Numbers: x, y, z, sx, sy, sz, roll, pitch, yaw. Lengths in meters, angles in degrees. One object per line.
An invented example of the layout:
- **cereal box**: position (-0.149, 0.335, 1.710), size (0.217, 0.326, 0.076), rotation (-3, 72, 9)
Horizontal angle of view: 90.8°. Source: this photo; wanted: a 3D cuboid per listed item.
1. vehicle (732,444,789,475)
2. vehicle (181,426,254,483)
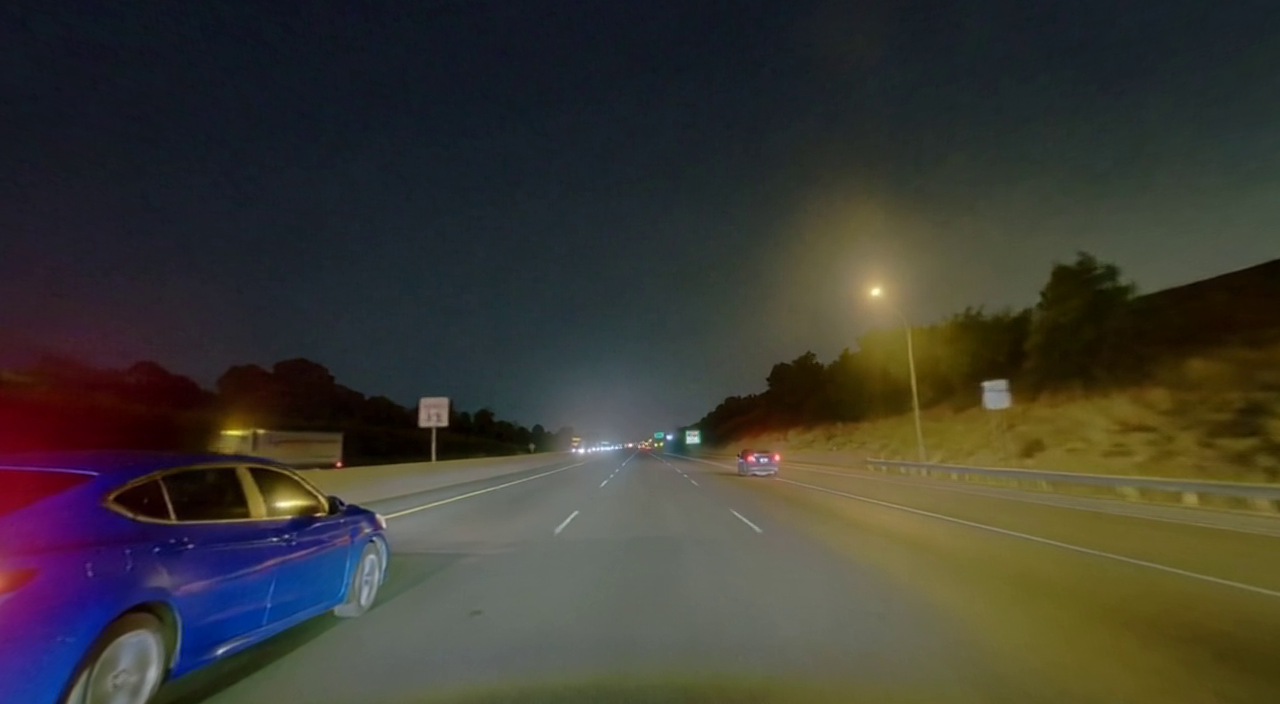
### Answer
- **vehicle**: position (6.121, 5.513, 32.438), size (1.967, 1.472, 3.751), rotation (0, -9, -3)
- **vehicle**: position (-29.428, 7.153, 44.039), size (2.925, 3.784, 2.677), rotation (0, -9, 0)
